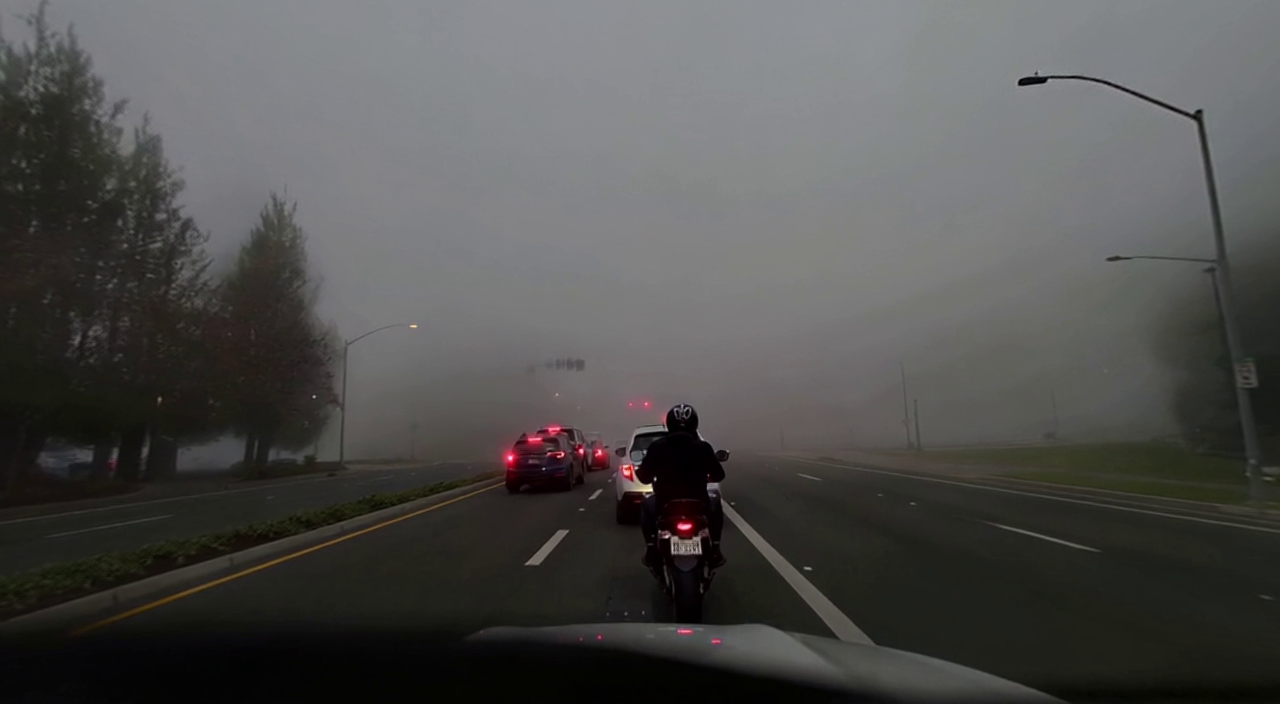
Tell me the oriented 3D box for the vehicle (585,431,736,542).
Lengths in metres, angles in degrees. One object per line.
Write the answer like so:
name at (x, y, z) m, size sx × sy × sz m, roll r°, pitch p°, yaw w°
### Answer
vehicle at (0.343, 2.134, 10.771) m, size 2.009 × 1.450 × 4.608 m, roll -1°, pitch -8°, yaw 2°

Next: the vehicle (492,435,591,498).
vehicle at (-2.561, 3.084, 17.396) m, size 1.979 × 1.499 × 3.840 m, roll -1°, pitch -8°, yaw 2°
